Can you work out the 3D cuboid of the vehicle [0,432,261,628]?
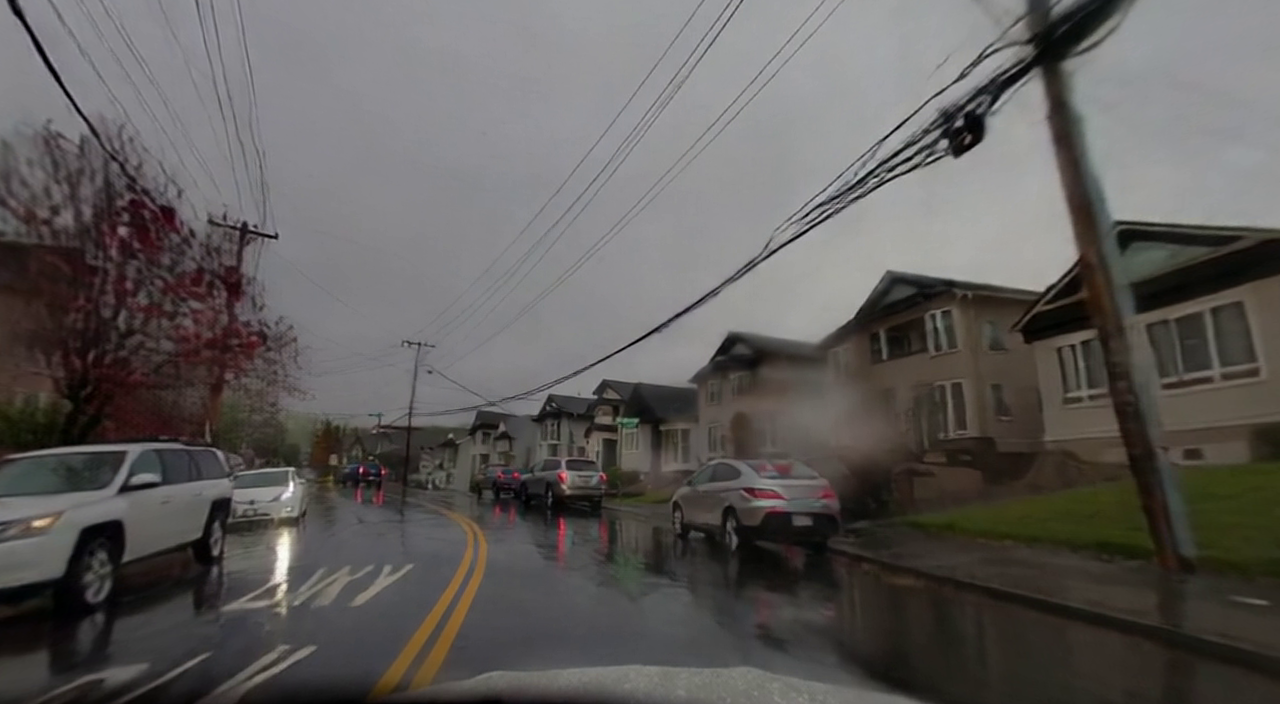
[{"bbox_3d":[-7.507,2.211,8.559,2.378,1.840,5.389,-2,-10,-12],"label":"vehicle"}]

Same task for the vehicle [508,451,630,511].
[{"bbox_3d":[-2.834,4.765,23.753,2.449,1.869,5.504,9,-12,-28],"label":"vehicle"}]

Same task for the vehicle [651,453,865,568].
[{"bbox_3d":[1.781,2.623,11.227,1.923,1.531,4.568,5,-10,-14],"label":"vehicle"}]
